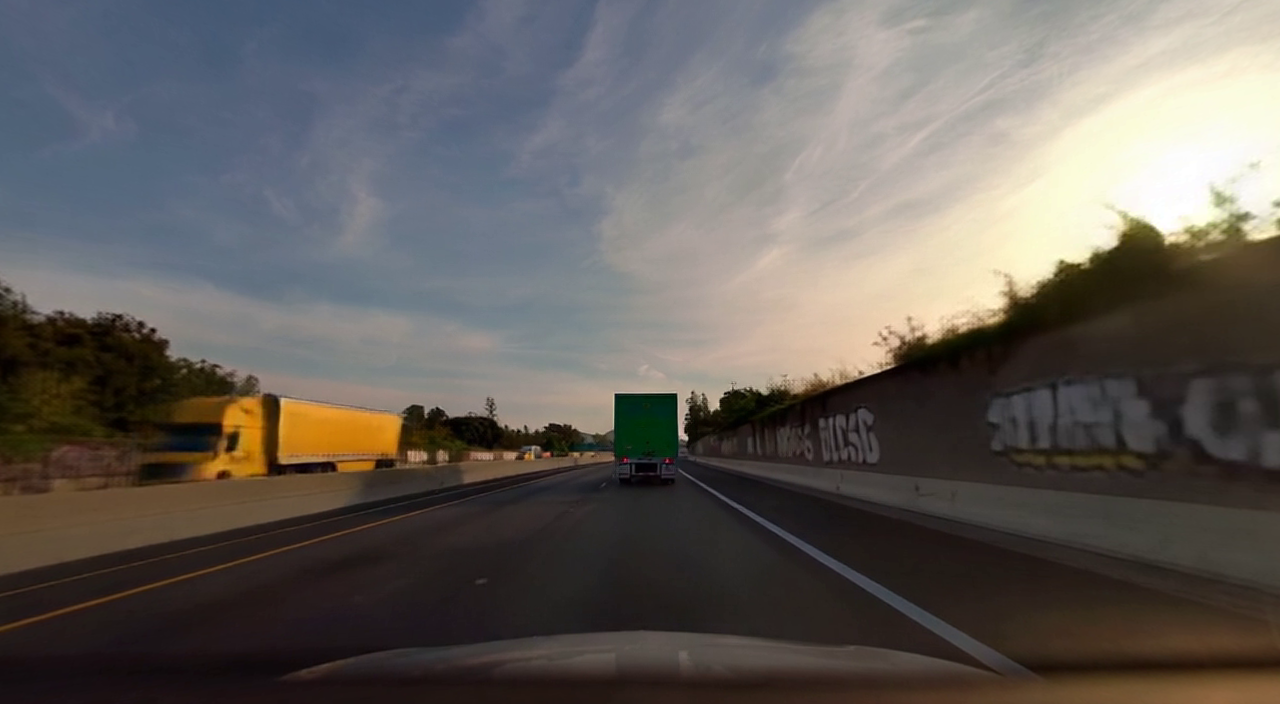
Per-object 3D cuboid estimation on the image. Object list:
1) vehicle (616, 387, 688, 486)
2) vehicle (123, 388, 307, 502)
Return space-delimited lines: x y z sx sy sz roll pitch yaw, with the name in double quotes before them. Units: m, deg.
"vehicle" 0.313 4.155 30.334 2.900 3.955 10.151 0 -9 -2
"vehicle" -16.503 3.715 25.120 2.980 3.948 5.804 0 -9 1
